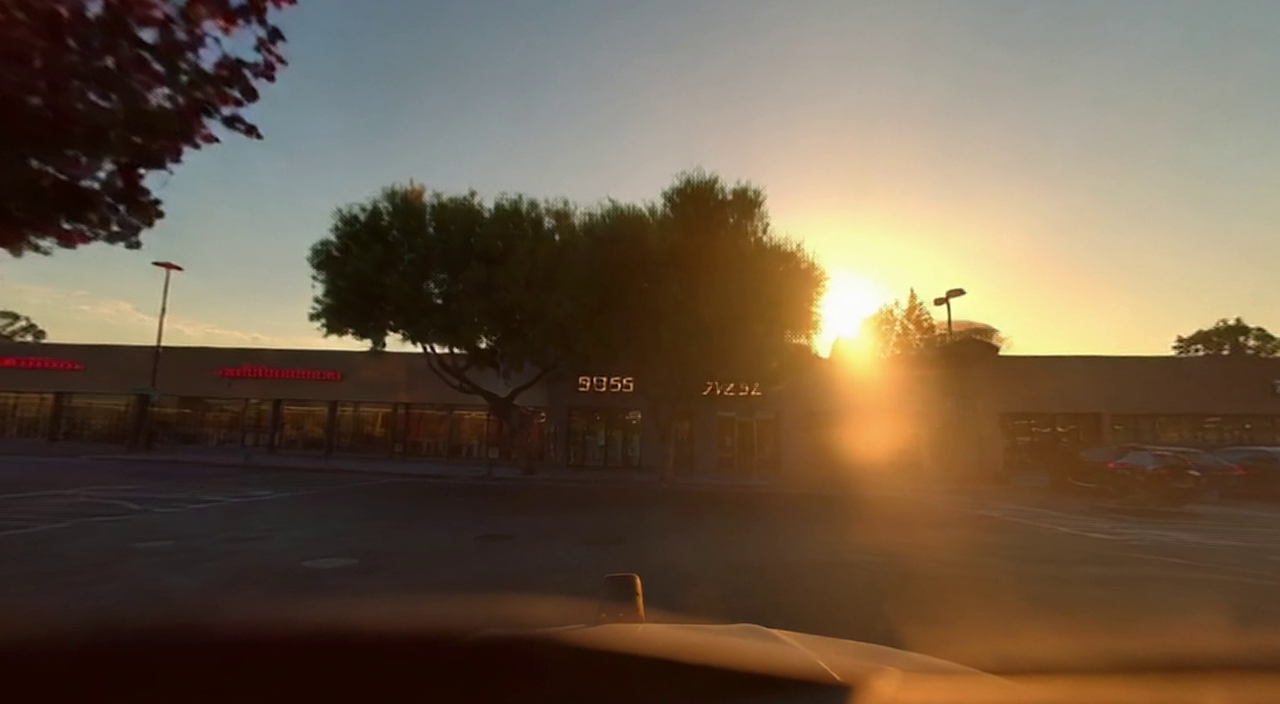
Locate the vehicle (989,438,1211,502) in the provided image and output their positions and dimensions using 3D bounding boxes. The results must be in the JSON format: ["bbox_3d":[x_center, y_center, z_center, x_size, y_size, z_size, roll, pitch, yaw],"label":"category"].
[{"bbox_3d":[12.352,3.155,17.521,2.140,1.507,4.856,1,-8,-7],"label":"vehicle"}]
